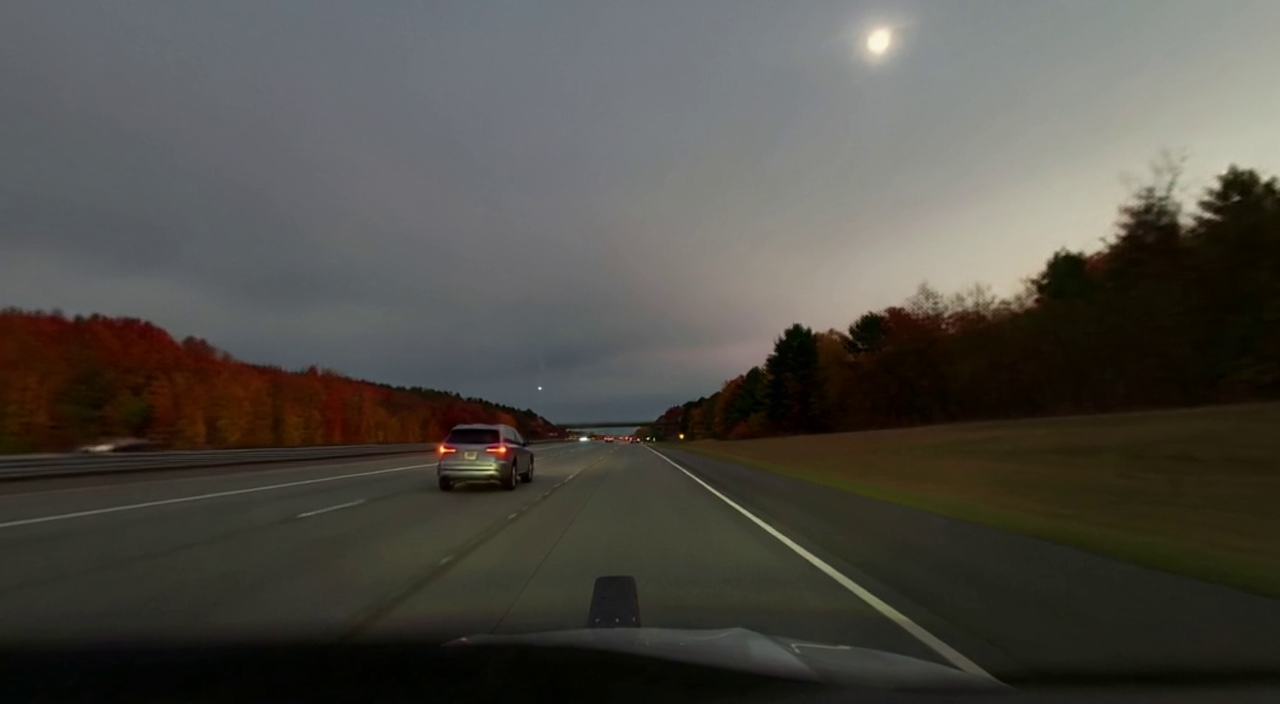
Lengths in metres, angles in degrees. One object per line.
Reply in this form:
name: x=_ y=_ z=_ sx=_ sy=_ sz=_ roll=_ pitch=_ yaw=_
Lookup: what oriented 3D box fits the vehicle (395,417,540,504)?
vehicle: x=-3.707 y=2.416 z=14.514 sx=2.057 sy=1.666 sz=4.552 roll=0 pitch=-8 yaw=0
